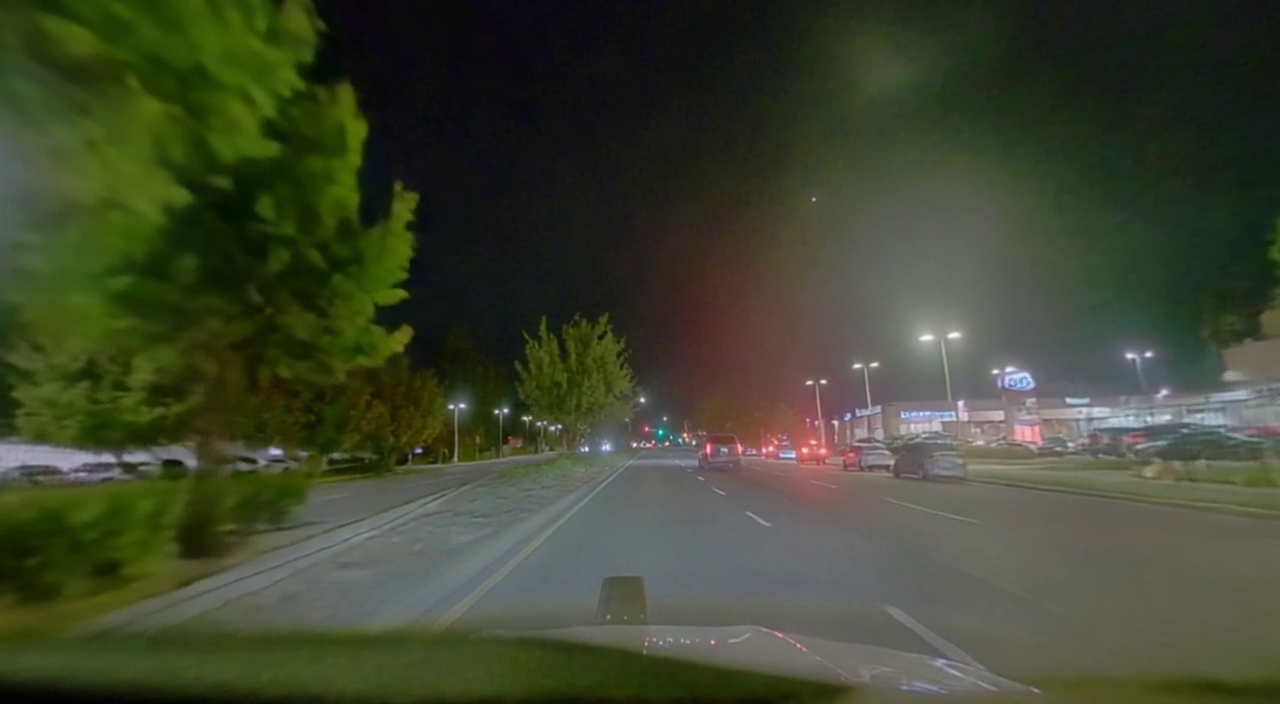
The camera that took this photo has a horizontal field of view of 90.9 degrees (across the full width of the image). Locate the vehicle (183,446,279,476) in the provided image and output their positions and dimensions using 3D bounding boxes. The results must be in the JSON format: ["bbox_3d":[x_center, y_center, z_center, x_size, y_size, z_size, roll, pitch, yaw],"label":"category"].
[{"bbox_3d":[-27.018,7.183,41.775,4.874,1.859,2.019,0,-8,-2],"label":"vehicle"}]

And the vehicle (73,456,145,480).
[{"bbox_3d":[-38.813,8.475,46.172,1.851,1.522,4.038,-1,-7,-1],"label":"vehicle"}]

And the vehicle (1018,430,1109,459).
[{"bbox_3d":[23.320,5.134,34.964,1.858,1.463,4.703,0,-8,1],"label":"vehicle"}]

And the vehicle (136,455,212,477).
[{"bbox_3d":[-34.638,8.487,47.006,1.863,1.462,4.759,-1,-8,3],"label":"vehicle"}]

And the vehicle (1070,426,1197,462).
[{"bbox_3d":[23.013,4.333,29.724,1.926,1.503,4.994,0,-8,0],"label":"vehicle"}]

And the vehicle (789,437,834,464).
[{"bbox_3d":[11.240,6.462,41.492,1.958,1.654,4.258,-1,-8,3],"label":"vehicle"}]

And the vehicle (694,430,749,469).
[{"bbox_3d":[4.129,5.039,32.788,2.183,1.845,4.482,0,-8,-1],"label":"vehicle"}]

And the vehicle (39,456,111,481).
[{"bbox_3d":[-41.607,8.554,46.529,1.865,1.513,3.835,-1,-6,-3],"label":"vehicle"}]

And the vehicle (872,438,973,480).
[{"bbox_3d":[10.901,4.128,24.726,1.842,1.474,4.456,0,-8,0],"label":"vehicle"}]

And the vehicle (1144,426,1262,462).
[{"bbox_3d":[25.859,4.196,29.127,1.868,1.500,3.853,-2,-7,1],"label":"vehicle"}]
